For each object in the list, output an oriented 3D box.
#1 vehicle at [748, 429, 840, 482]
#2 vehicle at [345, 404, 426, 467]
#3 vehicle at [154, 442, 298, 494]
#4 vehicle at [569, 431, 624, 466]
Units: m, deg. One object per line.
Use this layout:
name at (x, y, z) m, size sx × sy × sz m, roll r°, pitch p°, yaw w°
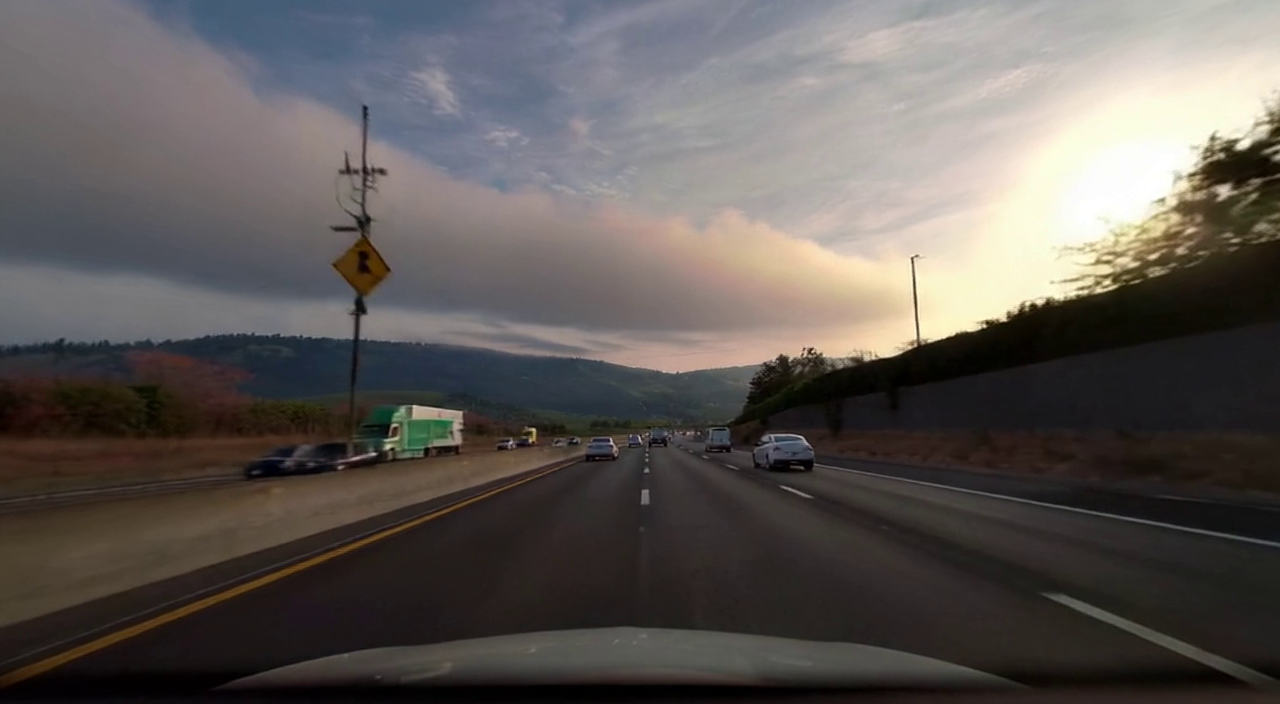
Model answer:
vehicle at (4.680, 3.174, 19.710) m, size 1.806 × 1.469 × 3.681 m, roll 0°, pitch -8°, yaw -2°
vehicle at (-17.325, 5.747, 43.405) m, size 2.991 × 3.986 × 5.935 m, roll 0°, pitch -8°, yaw 0°
vehicle at (-13.289, 3.717, 20.614) m, size 1.786 × 1.470 × 4.249 m, roll 0°, pitch -8°, yaw 1°
vehicle at (-1.920, 4.426, 29.064) m, size 2.204 × 1.486 × 4.121 m, roll 0°, pitch -8°, yaw 0°
